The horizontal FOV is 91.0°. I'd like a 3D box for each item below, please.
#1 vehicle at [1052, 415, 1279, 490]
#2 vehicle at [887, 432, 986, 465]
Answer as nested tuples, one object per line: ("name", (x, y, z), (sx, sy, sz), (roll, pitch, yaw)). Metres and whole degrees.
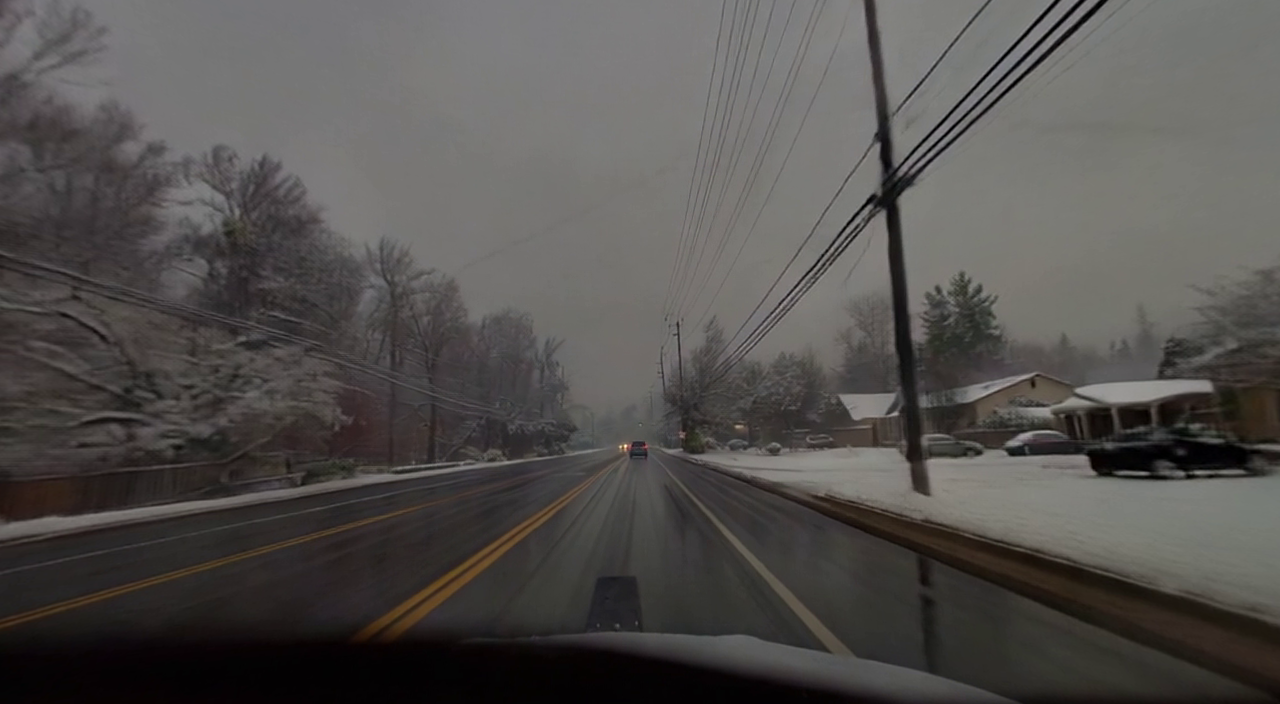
("vehicle", (12.310, 2.380, 15.139), (1.846, 1.523, 4.492), (0, -8, 2))
("vehicle", (14.368, 4.692, 30.641), (3.855, 1.548, 1.937), (0, -9, -4))
